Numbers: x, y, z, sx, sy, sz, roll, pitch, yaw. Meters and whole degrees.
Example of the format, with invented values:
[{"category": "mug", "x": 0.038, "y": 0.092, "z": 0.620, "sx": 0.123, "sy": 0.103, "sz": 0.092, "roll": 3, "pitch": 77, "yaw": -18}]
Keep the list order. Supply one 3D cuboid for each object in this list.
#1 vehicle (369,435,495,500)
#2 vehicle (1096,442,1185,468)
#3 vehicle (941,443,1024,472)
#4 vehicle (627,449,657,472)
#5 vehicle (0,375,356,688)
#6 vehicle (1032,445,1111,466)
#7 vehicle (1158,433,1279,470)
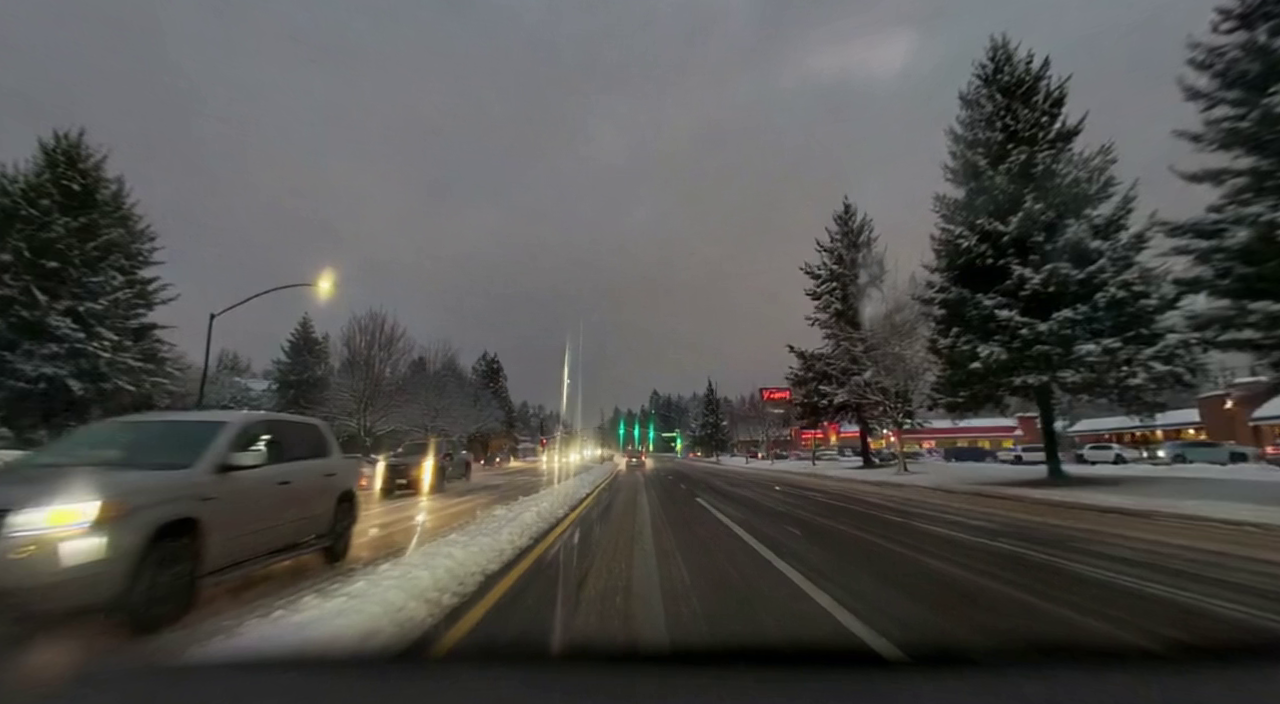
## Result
[{"category": "vehicle", "x": -7.843, "y": 4.446, "z": 24.890, "sx": 2.575, "sy": 2.178, "sz": 6.917, "roll": 0, "pitch": -9, "yaw": 0}, {"category": "vehicle", "x": 33.428, "y": 6.890, "z": 42.283, "sx": 4.324, "sy": 1.592, "sz": 1.877, "roll": 0, "pitch": -9, "yaw": -1}, {"category": "vehicle", "x": 20.986, "y": 6.420, "z": 38.717, "sx": 4.558, "sy": 1.657, "sz": 2.149, "roll": 4, "pitch": -10, "yaw": -27}, {"category": "vehicle", "x": 0.109, "y": 7.820, "z": 45.738, "sx": 2.065, "sy": 1.521, "sz": 4.306, "roll": 0, "pitch": -9, "yaw": -1}, {"category": "vehicle", "x": -4.715, "y": 1.404, "z": 5.991, "sx": 2.131, "sy": 1.914, "sz": 4.081, "roll": 0, "pitch": -9, "yaw": -1}, {"category": "vehicle", "x": 32.232, "y": 7.719, "z": 47.216, "sx": 4.458, "sy": 1.529, "sz": 1.937, "roll": 0, "pitch": -9, "yaw": -1}, {"category": "vehicle", "x": 32.452, "y": 5.553, "z": 35.314, "sx": 5.197, "sy": 1.939, "sz": 1.973, "roll": 0, "pitch": -9, "yaw": 0}]
